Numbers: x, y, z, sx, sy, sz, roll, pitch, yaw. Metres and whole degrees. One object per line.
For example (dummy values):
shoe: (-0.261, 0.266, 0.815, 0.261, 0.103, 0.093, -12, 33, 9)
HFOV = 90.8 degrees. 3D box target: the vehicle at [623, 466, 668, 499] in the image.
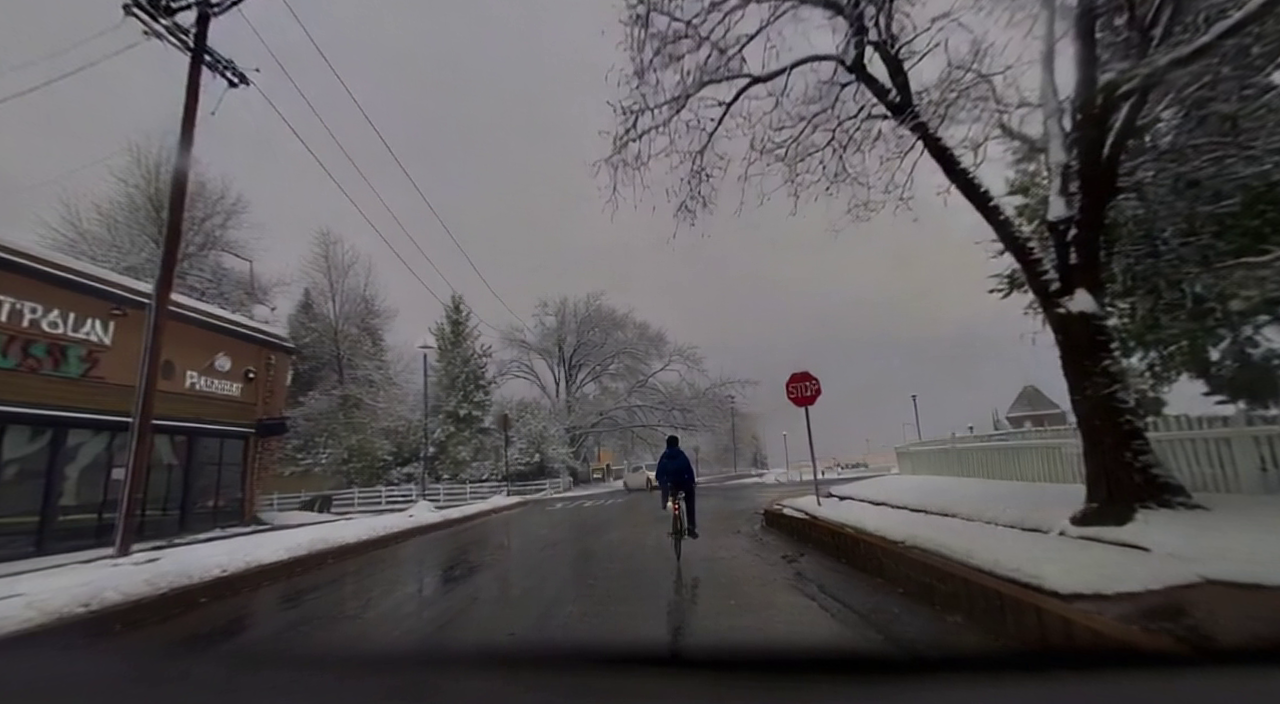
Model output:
vehicle: (0.199, 7.192, 35.188, 2.112, 1.479, 5.323, 0, -8, -4)
